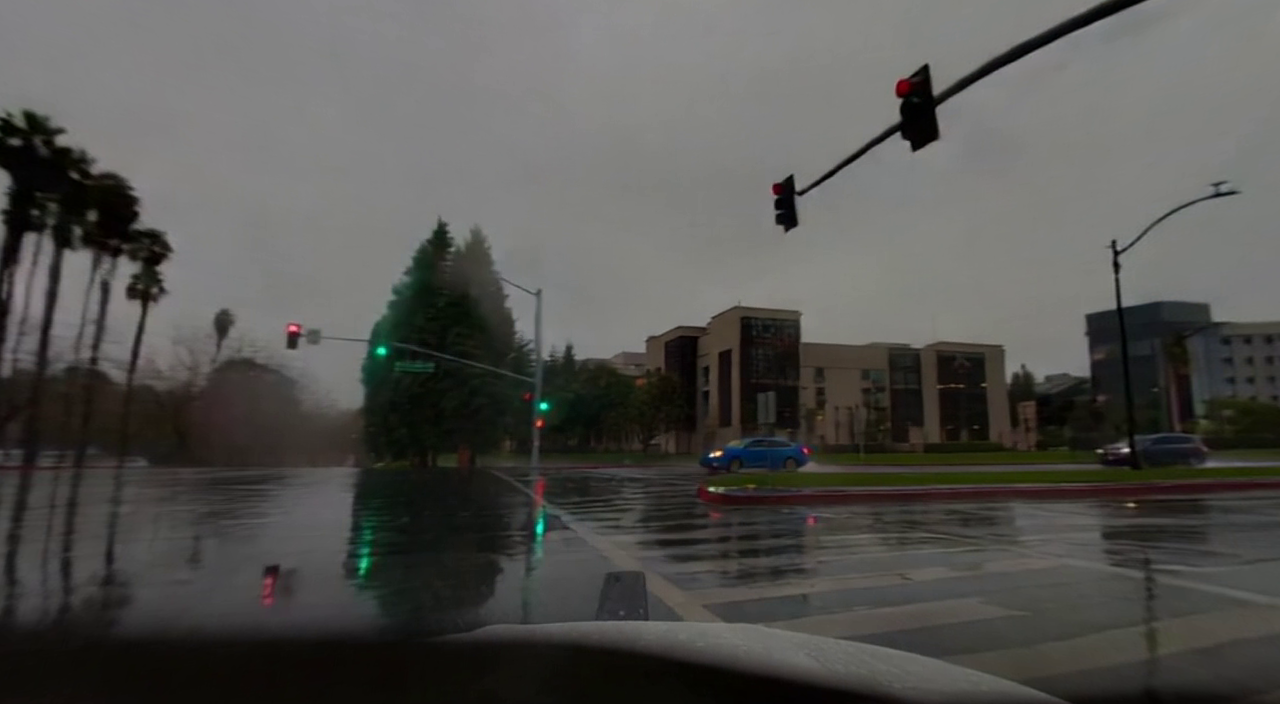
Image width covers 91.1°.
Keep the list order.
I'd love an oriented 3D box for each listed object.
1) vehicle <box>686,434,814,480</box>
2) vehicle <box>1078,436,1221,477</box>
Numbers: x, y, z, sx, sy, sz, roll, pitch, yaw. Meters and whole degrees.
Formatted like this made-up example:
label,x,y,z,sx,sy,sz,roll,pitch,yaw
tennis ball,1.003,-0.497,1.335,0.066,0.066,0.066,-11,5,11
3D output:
label,x,y,z,sx,sy,sz,roll,pitch,yaw
vehicle,4.523,4.344,26.125,4.820,1.751,2.050,2,-9,-15
vehicle,25.390,5.186,31.358,5.841,1.890,2.273,2,-9,-13
